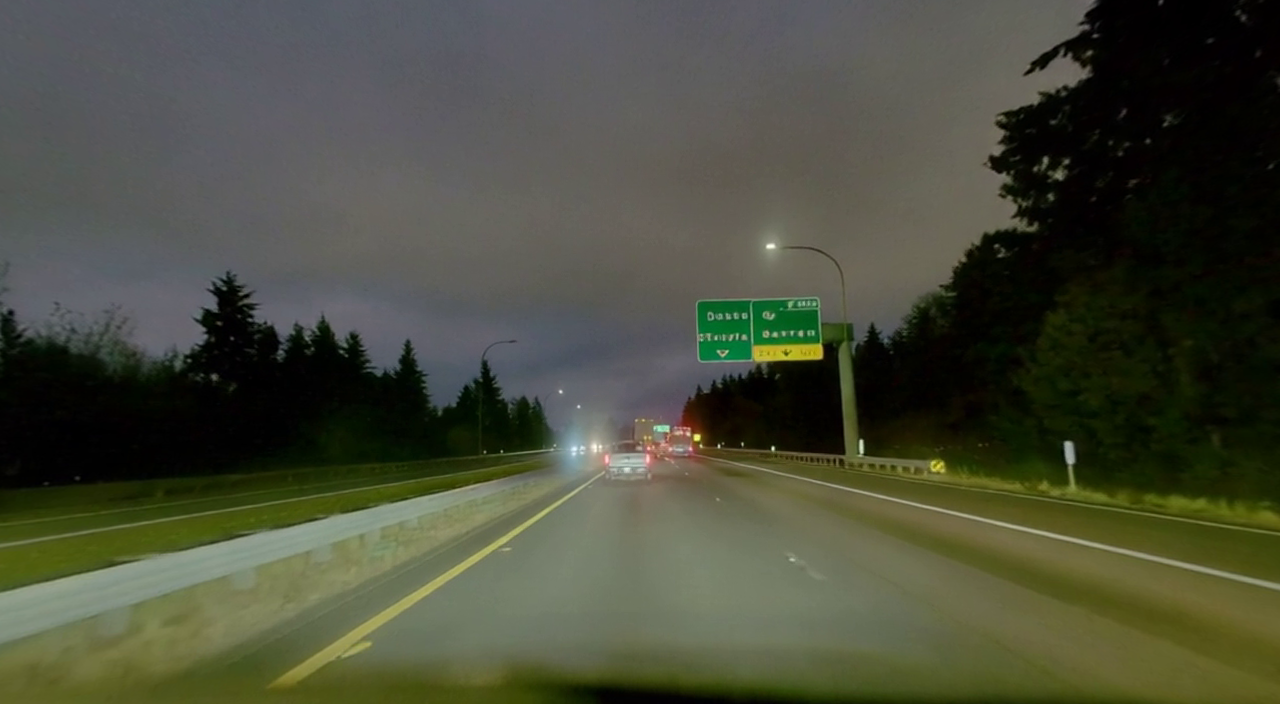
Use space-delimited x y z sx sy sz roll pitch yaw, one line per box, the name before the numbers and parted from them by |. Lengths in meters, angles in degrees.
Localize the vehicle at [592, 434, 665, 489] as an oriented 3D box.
vehicle | -0.302 3.296 19.259 2.003 1.490 3.636 0 -8 0
